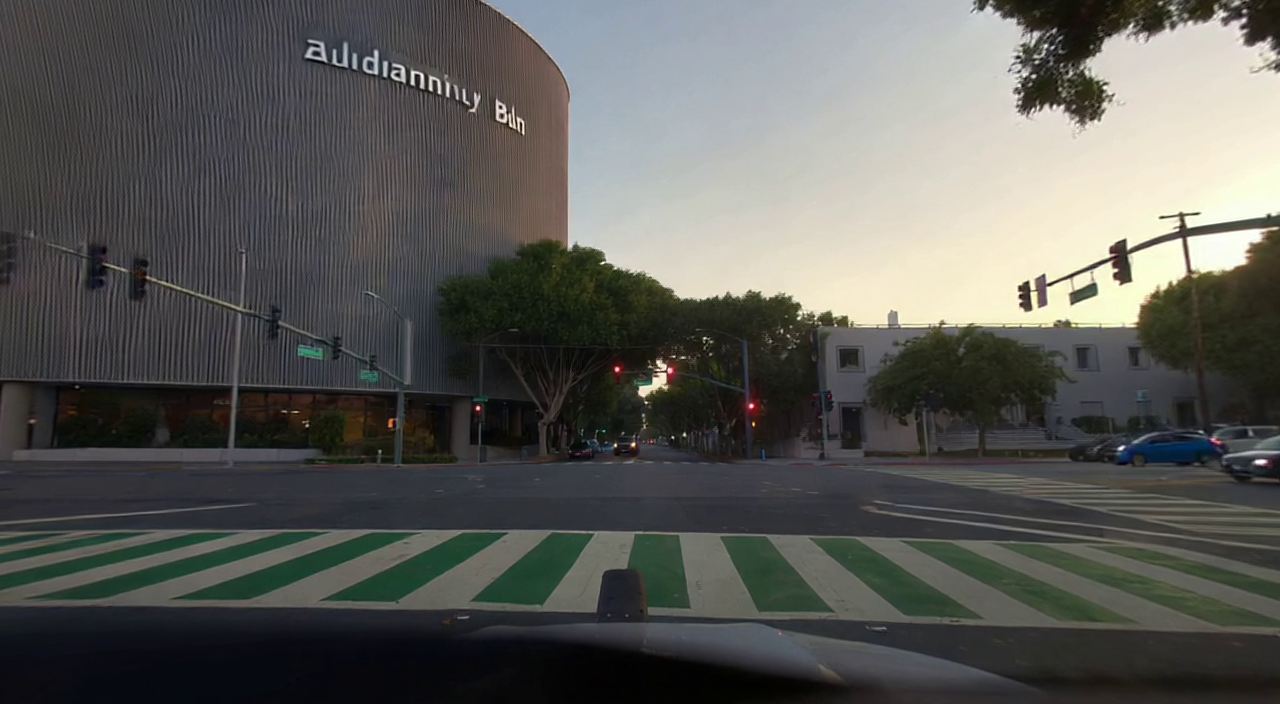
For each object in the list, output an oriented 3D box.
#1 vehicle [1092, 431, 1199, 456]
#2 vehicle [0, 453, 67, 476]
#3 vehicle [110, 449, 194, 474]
[{"bbox_3d":[30.081,5.473,37.623,4.529,1.457,1.981,-1,-8,3],"label":"vehicle"},{"bbox_3d":[-41.638,7.635,42.773,3.698,1.467,1.779,0,-8,1],"label":"vehicle"},{"bbox_3d":[-33.053,7.408,42.755,4.136,1.661,1.857,0,-8,1],"label":"vehicle"}]
